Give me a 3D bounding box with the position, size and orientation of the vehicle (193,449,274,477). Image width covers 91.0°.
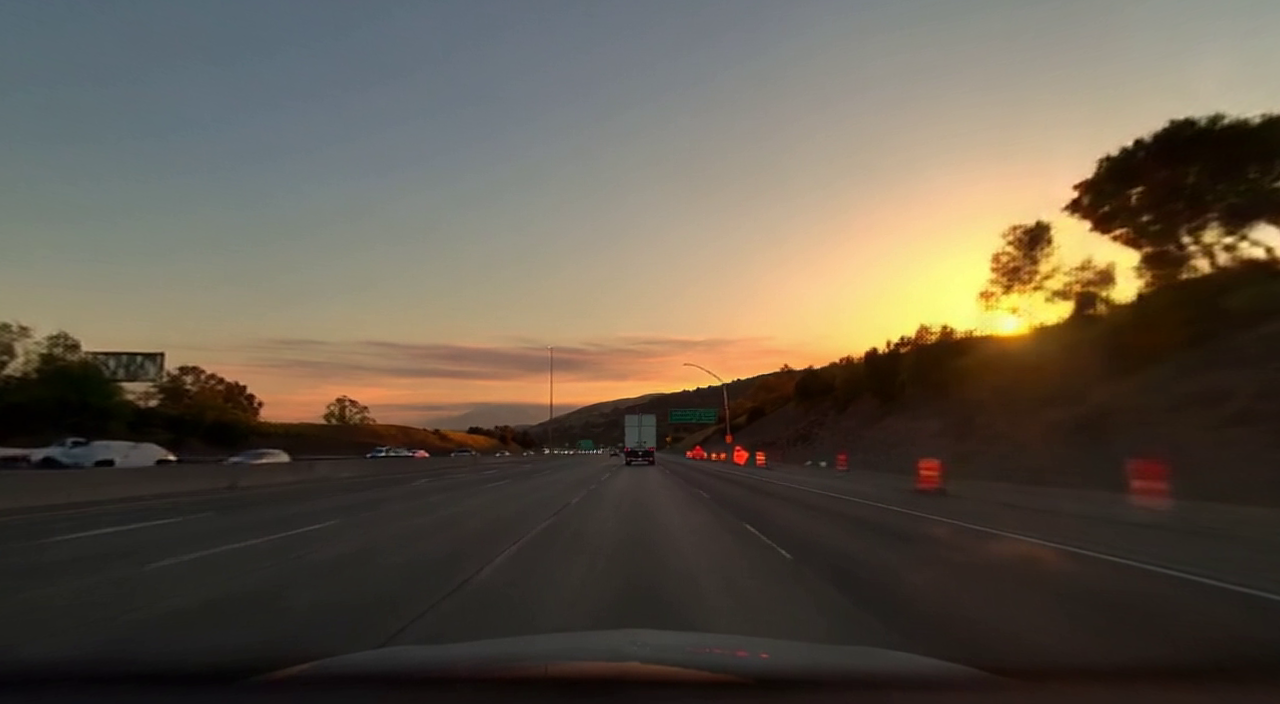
[{"bbox_3d":[-26.948,7.341,41.953,2.117,1.685,4.810,0,-9,1],"label":"vehicle"}]
